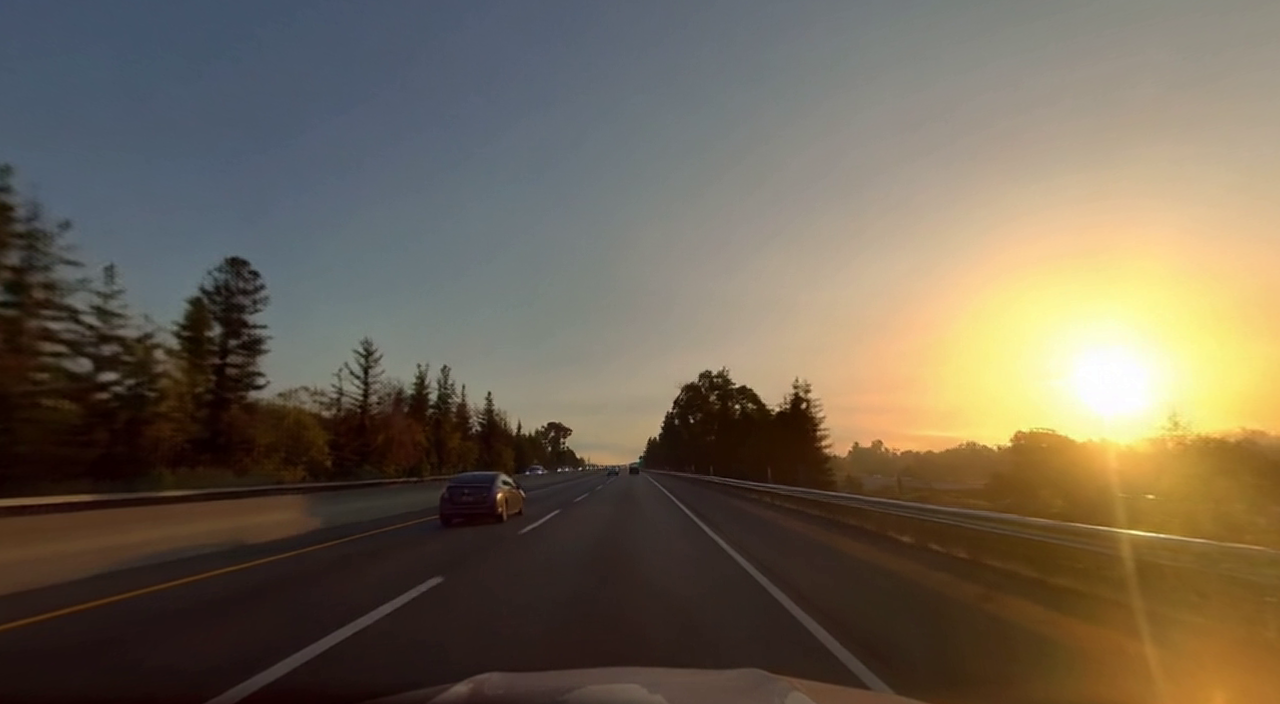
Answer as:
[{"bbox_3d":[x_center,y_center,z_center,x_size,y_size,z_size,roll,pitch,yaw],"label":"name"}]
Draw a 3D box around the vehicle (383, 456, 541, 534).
[{"bbox_3d":[-3.839,3.235,14.722,2.146,1.441,5.020,1,-10,1],"label":"vehicle"}]
